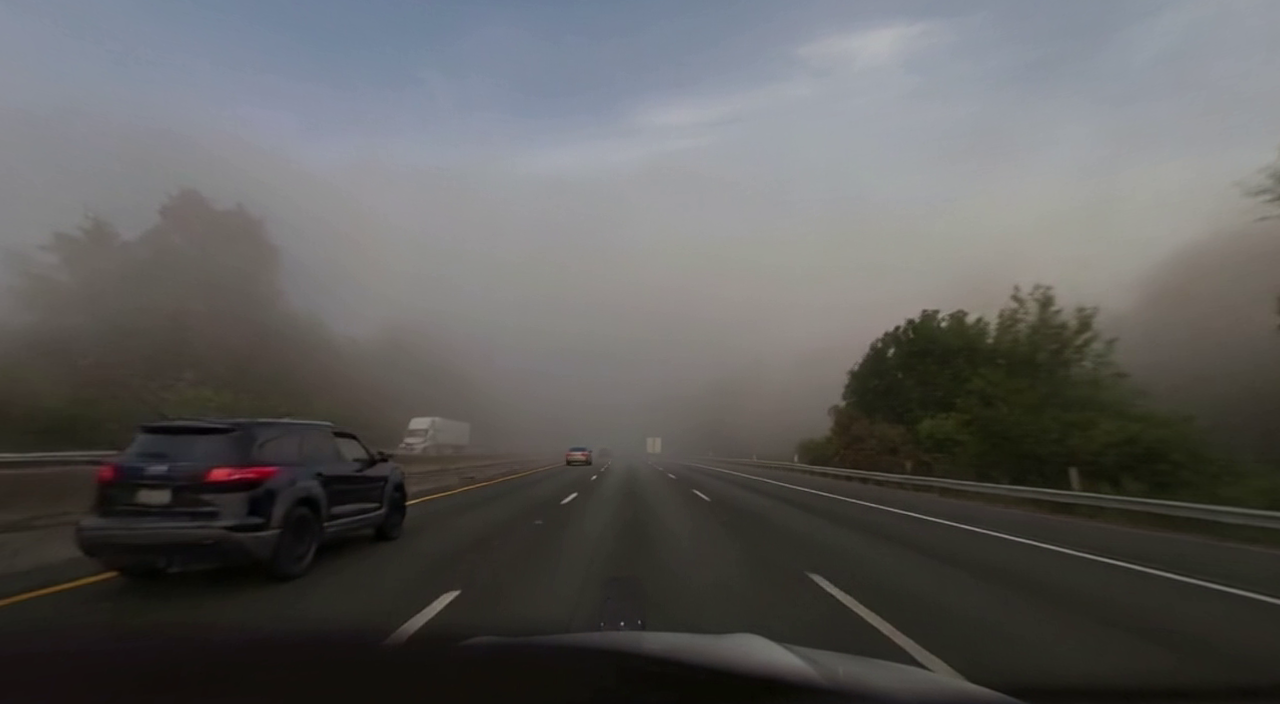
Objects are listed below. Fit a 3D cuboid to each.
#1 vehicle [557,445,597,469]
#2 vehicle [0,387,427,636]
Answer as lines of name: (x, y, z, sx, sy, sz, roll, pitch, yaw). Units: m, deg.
vehicle: (-4.084, 6.868, 41.322, 2.169, 1.473, 4.631, 0, -9, 0)
vehicle: (-4.090, 1.420, 6.578, 2.108, 1.666, 4.558, 0, -9, 0)
